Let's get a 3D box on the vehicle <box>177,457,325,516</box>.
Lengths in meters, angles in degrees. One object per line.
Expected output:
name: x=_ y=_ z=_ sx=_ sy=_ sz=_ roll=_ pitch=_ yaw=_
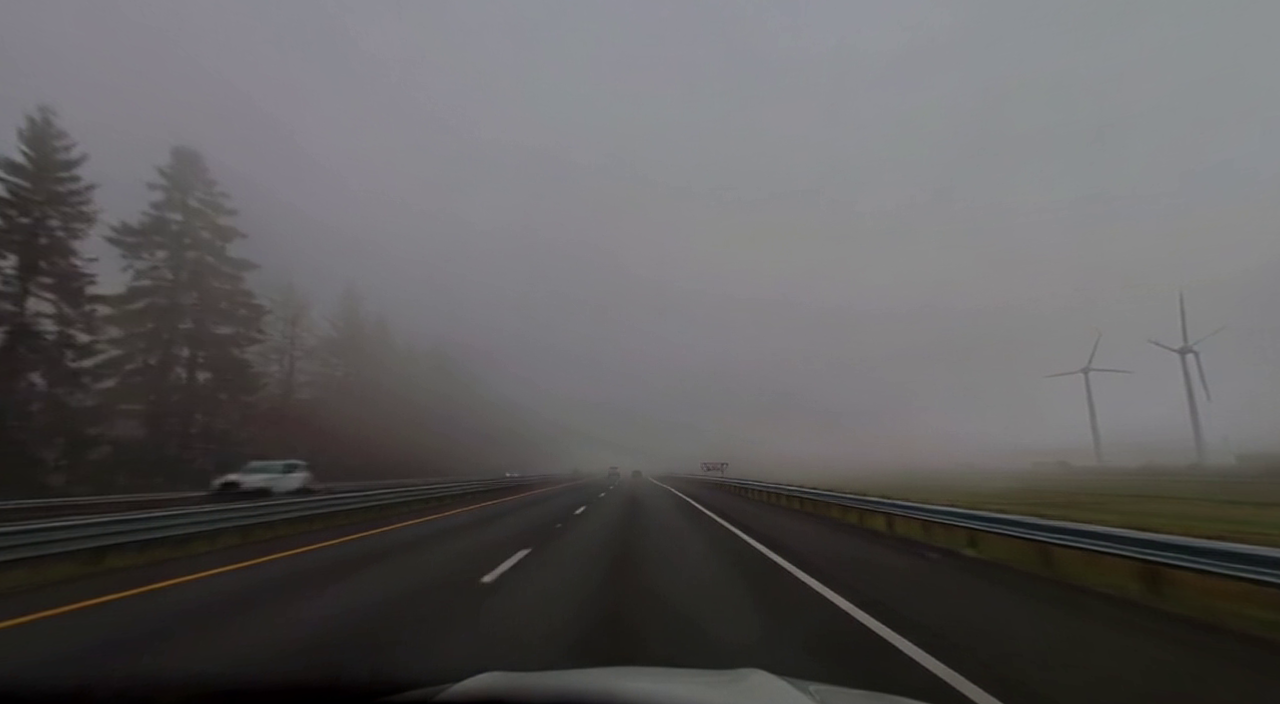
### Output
vehicle: x=-12.162 y=4.240 z=20.109 sx=1.910 sy=1.636 sz=4.292 roll=1 pitch=-11 yaw=0
